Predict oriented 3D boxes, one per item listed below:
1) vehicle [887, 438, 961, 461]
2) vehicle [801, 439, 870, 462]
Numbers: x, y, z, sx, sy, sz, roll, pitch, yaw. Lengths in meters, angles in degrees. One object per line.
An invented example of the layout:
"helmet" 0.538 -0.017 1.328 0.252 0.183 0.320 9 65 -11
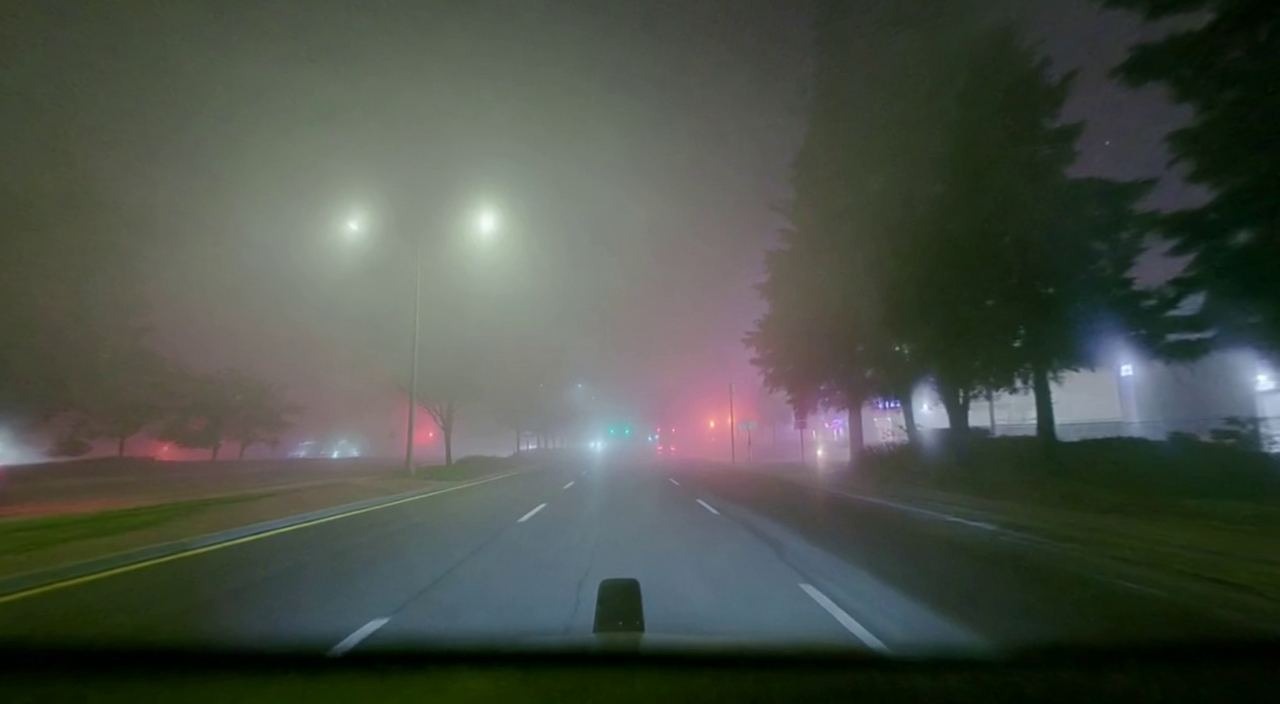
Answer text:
"vehicle" 20.402 7.012 45.496 4.416 1.561 1.876 0 -9 -1
"vehicle" 13.945 7.026 45.169 4.296 1.596 1.807 0 -9 -1
